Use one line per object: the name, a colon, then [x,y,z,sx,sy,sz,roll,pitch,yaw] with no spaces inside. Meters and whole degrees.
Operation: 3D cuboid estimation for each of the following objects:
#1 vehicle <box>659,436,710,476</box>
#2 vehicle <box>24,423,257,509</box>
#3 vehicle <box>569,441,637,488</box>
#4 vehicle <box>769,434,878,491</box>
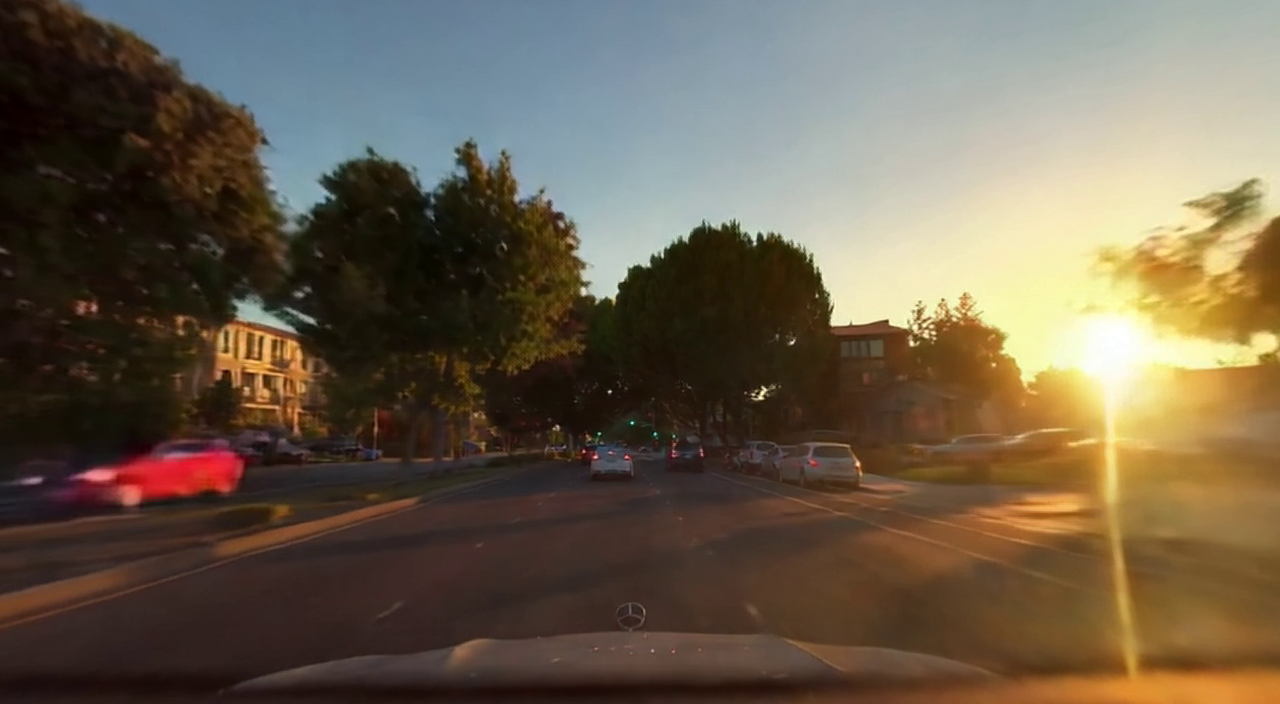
vehicle: [2.087,5.053,30.911,2.073,1.822,4.276,0,-8,-2]
vehicle: [-12.339,2.832,16.153,2.097,1.826,4.812,0,-8,-2]
vehicle: [-1.248,3.911,22.207,2.140,1.474,4.026,0,-8,-2]
vehicle: [6.565,4.069,23.344,2.184,1.786,5.497,2,-10,-3]
